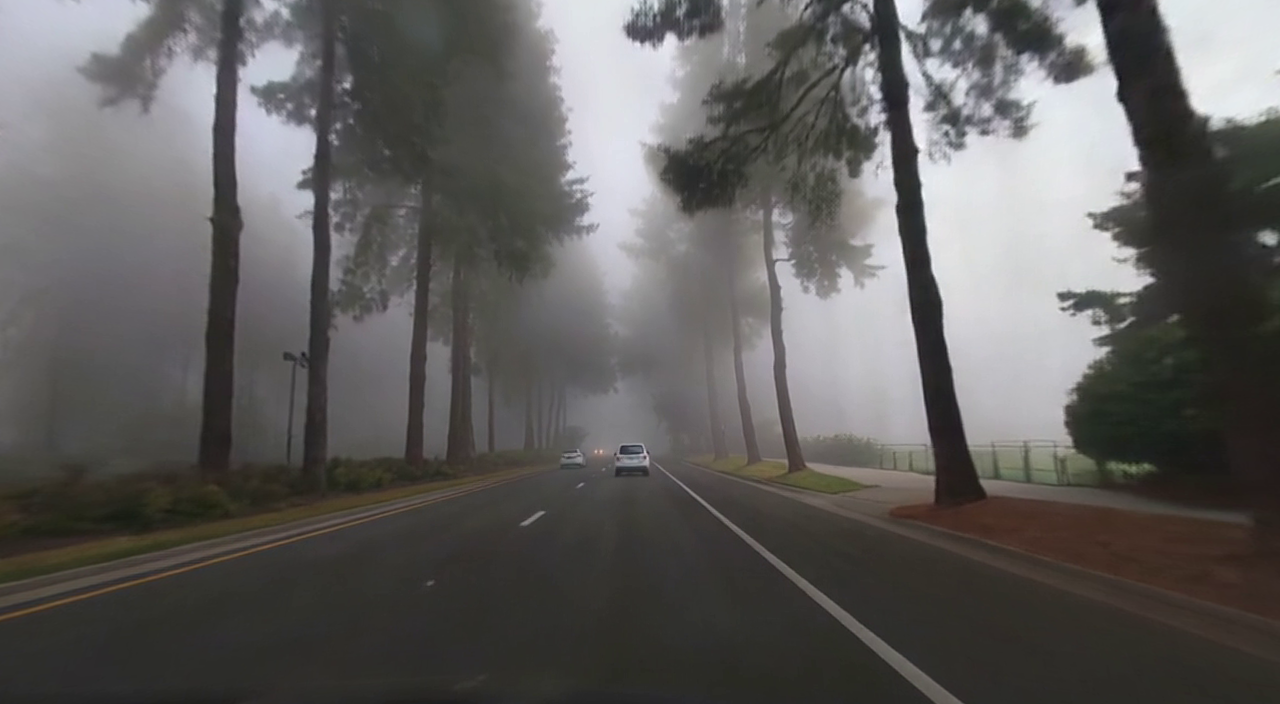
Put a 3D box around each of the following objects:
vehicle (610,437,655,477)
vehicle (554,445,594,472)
[{"bbox_3d":[-0.346,4.998,30.304,2.018,1.769,3.897,0,-8,-1],"label":"vehicle"},{"bbox_3d":[-4.023,6.523,39.019,1.936,1.538,4.016,0,-8,1],"label":"vehicle"}]
